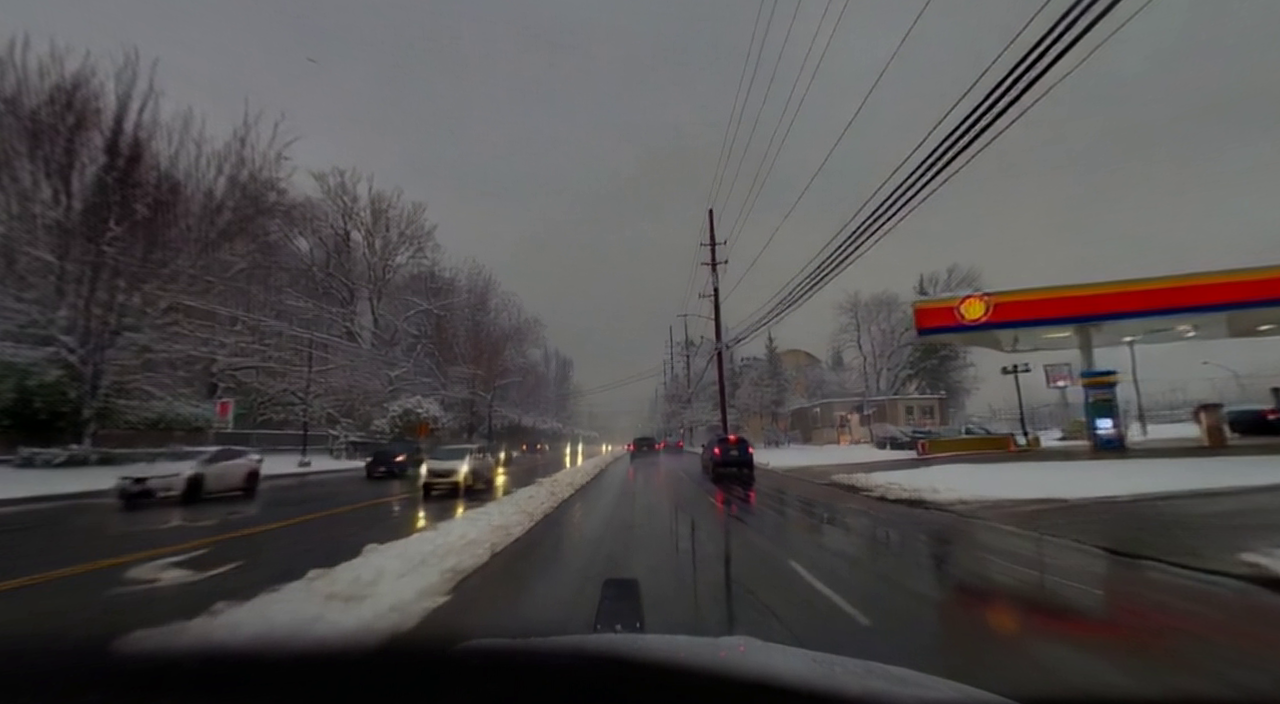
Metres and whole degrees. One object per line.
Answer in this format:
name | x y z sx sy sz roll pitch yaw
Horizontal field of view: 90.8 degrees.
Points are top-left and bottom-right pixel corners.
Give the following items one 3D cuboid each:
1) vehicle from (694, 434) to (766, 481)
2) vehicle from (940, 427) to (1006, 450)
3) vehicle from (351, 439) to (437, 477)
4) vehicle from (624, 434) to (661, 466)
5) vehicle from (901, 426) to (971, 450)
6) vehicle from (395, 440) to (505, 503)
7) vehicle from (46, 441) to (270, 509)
vehicle | 3.335 4.026 24.344 1.990 1.592 4.294 0 -8 -2
vehicle | 26.221 6.860 49.925 1.970 1.691 4.262 3 -9 -22
vehicle | -11.612 5.023 30.194 2.186 1.607 4.488 -1 -8 1
vehicle | 0.115 5.995 38.858 2.163 1.825 4.073 0 -8 0
vehicle | 23.248 6.803 49.808 2.187 1.757 4.663 3 -9 -22
vehicle | -4.930 3.129 16.959 1.816 1.484 3.629 0 -8 0
vehicle | -12.488 3.182 16.937 2.264 1.515 4.718 -1 -8 1
